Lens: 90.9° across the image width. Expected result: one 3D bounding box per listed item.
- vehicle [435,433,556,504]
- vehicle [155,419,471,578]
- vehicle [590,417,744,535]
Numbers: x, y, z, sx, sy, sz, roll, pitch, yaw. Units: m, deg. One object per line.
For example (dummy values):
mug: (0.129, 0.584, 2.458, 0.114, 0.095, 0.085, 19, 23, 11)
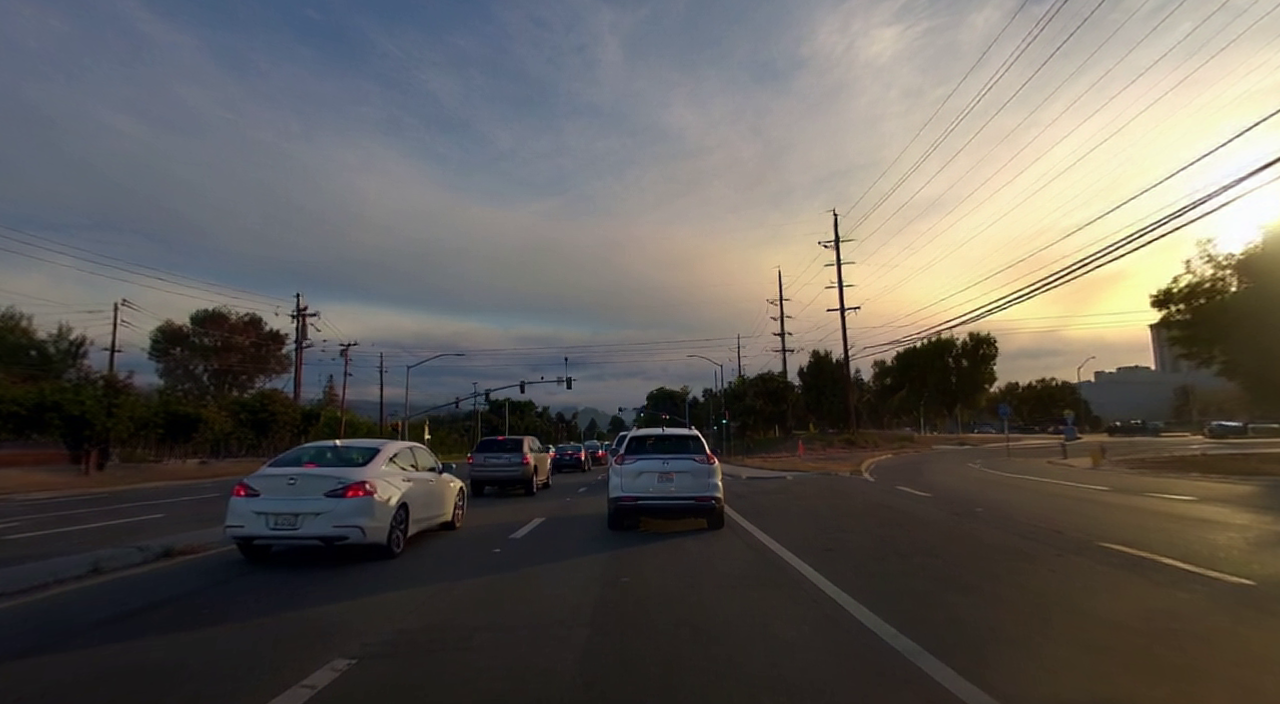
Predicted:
vehicle: (-3.634, 3.038, 16.846, 2.018, 1.621, 4.441, -1, -9, 2)
vehicle: (-3.806, 1.765, 8.346, 1.999, 1.563, 4.007, 0, -9, 0)
vehicle: (0.436, 2.087, 11.116, 2.205, 1.691, 3.937, 0, -9, 1)
